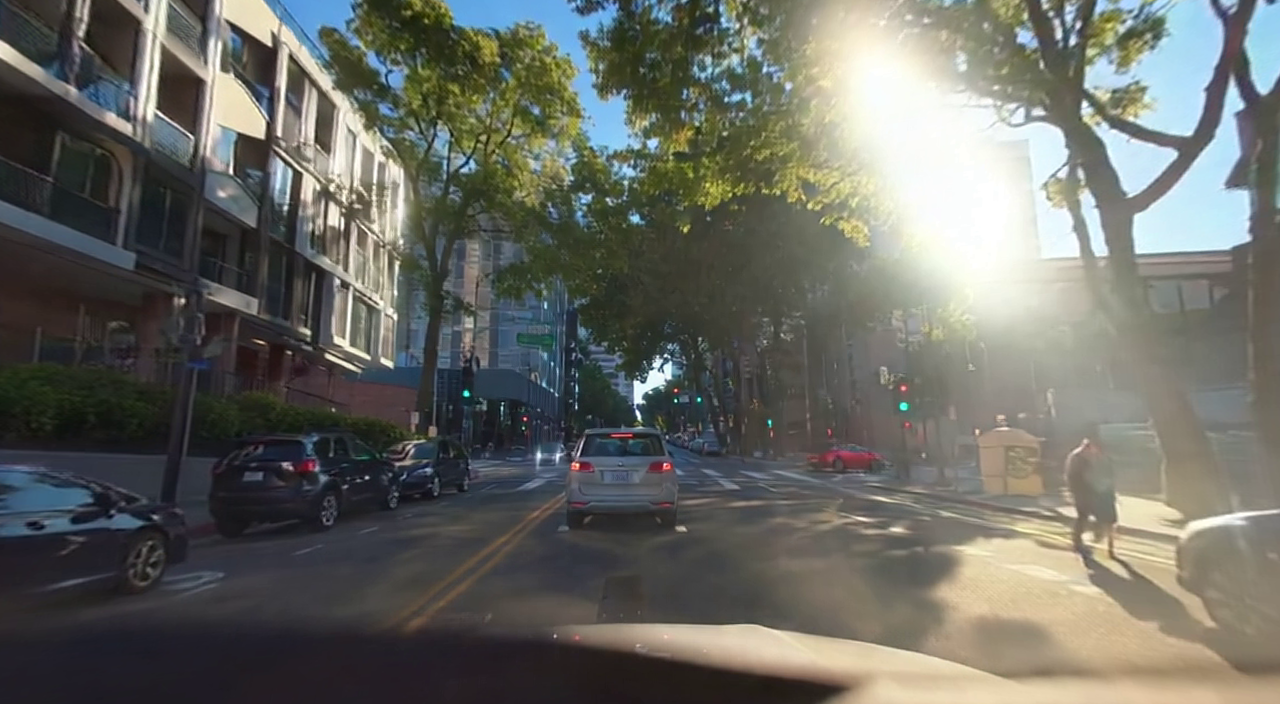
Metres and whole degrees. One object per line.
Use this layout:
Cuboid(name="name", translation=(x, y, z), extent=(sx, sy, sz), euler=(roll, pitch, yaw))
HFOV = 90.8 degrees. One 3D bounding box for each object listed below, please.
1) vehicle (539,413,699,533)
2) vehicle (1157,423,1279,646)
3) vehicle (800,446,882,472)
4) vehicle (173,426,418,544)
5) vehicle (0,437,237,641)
Cuboid(name="vehicle", translation=(-0.272, 2.017, 11.010), extent=(2.258, 1.687, 3.934), euler=(0, -9, 1))
Cuboid(name="vehicle", translation=(5.951, 1.226, 3.664), extent=(2.004, 1.699, 4.525), euler=(0, -9, -1))
Cuboid(name="vehicle", translation=(12.823, 6.819, 40.377), extent=(4.638, 1.555, 1.824), euler=(2, -9, -12))
Cuboid(name="vehicle", translation=(-5.780, 2.259, 11.447), extent=(1.904, 1.684, 4.529), euler=(0, -8, -1))
Cuboid(name="vehicle", translation=(-5.566, 1.389, 4.771), extent=(1.841, 1.466, 4.364), euler=(-1, -9, 6))
